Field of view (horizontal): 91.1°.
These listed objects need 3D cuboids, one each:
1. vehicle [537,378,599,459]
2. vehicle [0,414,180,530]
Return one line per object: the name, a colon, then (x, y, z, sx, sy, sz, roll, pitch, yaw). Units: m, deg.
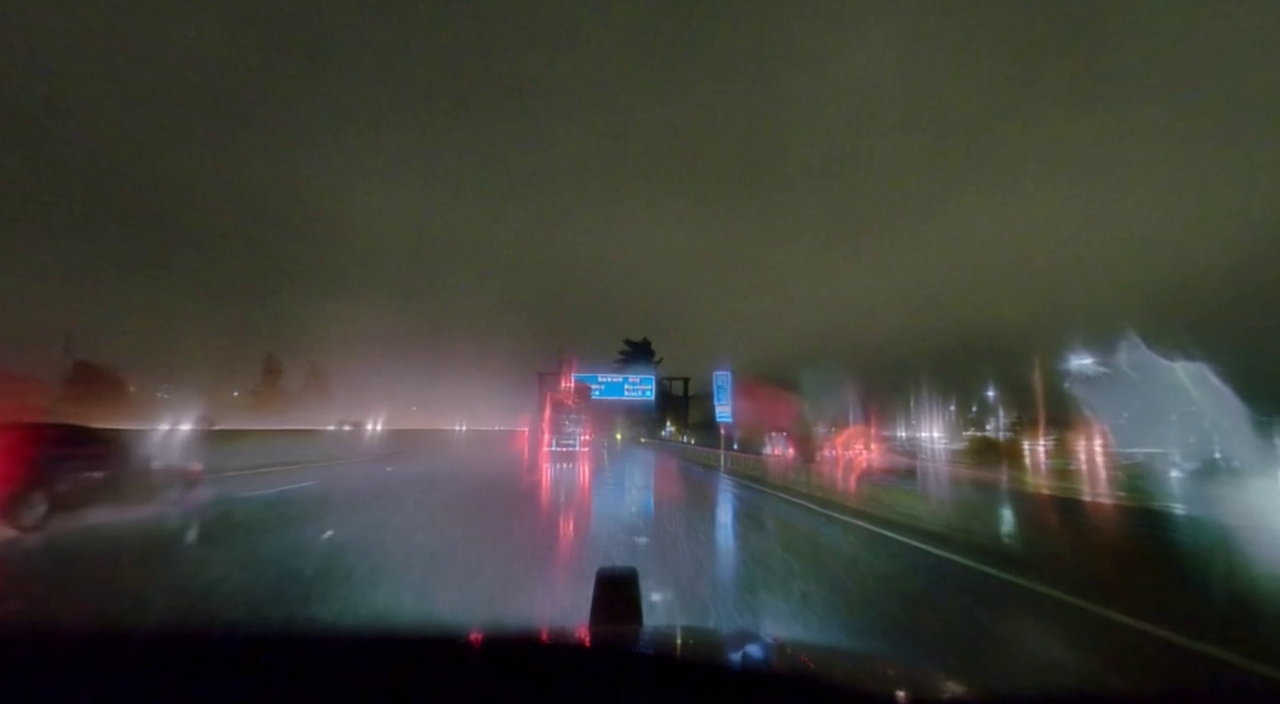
vehicle: (-4.015, 4.140, 37.452, 3.002, 3.987, 12.477, 1, -8, -4)
vehicle: (-9.628, 1.724, 9.310, 2.138, 1.531, 4.864, 0, -8, -3)
